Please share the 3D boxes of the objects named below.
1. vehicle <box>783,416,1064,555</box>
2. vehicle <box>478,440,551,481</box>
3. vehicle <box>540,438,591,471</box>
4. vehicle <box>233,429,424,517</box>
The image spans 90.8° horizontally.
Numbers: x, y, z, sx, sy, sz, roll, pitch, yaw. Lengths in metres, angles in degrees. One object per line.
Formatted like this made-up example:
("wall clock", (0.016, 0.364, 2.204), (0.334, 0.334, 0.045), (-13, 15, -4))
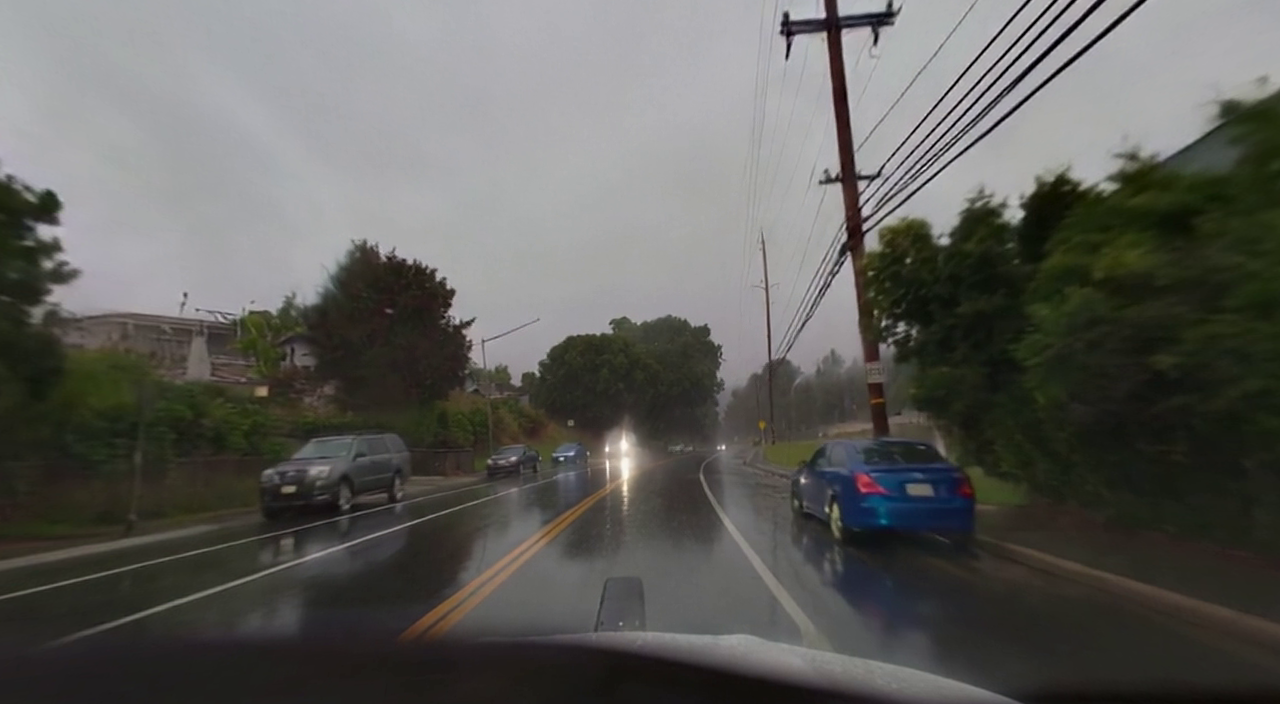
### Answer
("vehicle", (3.550, 1.771, 9.078), (2.054, 1.470, 4.504), (0, -9, 2))
("vehicle", (-5.594, 4.990, 28.802), (1.840, 1.523, 4.333), (4, -11, 8))
("vehicle", (-4.437, 6.226, 38.070), (1.927, 1.542, 3.886), (-9, -13, 7))
("vehicle", (-6.950, 2.816, 14.779), (2.025, 1.715, 4.363), (-1, -11, 3))
